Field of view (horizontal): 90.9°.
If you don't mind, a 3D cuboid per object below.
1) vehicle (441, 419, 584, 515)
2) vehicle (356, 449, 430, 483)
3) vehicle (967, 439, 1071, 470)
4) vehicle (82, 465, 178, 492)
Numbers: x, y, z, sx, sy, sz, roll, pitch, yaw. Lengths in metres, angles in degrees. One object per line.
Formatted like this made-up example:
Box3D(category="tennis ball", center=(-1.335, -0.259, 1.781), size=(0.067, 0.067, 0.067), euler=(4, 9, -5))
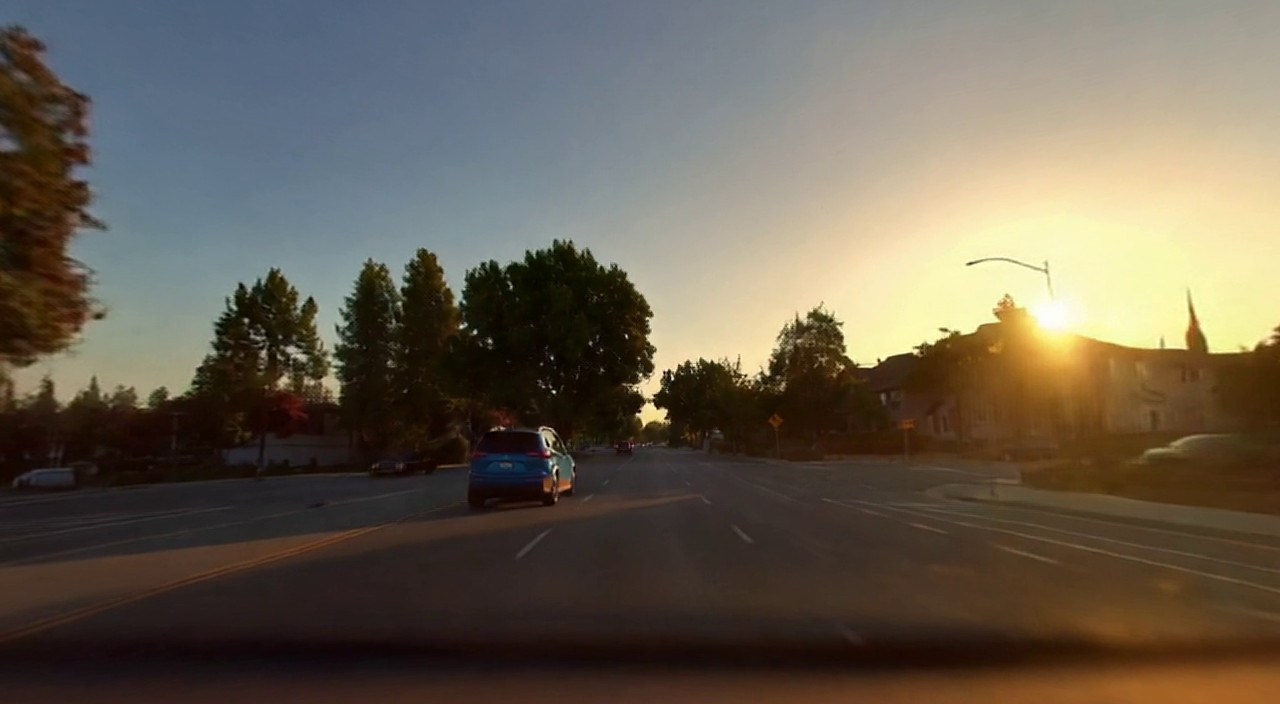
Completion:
Box3D(category="vehicle", center=(-2.704, 2.605, 14.733), size=(2.179, 1.851, 4.756), euler=(0, -9, 2))
Box3D(category="vehicle", center=(-11.923, 5.509, 30.737), size=(1.837, 1.504, 4.204), euler=(0, -9, 1))
Box3D(category="vehicle", center=(22.947, 6.222, 38.331), size=(4.802, 1.760, 2.374), euler=(0, -9, 1))
Box3D(category="vehicle", center=(-31.951, 7.902, 39.643), size=(4.500, 1.475, 1.842), euler=(6, -10, -35))
